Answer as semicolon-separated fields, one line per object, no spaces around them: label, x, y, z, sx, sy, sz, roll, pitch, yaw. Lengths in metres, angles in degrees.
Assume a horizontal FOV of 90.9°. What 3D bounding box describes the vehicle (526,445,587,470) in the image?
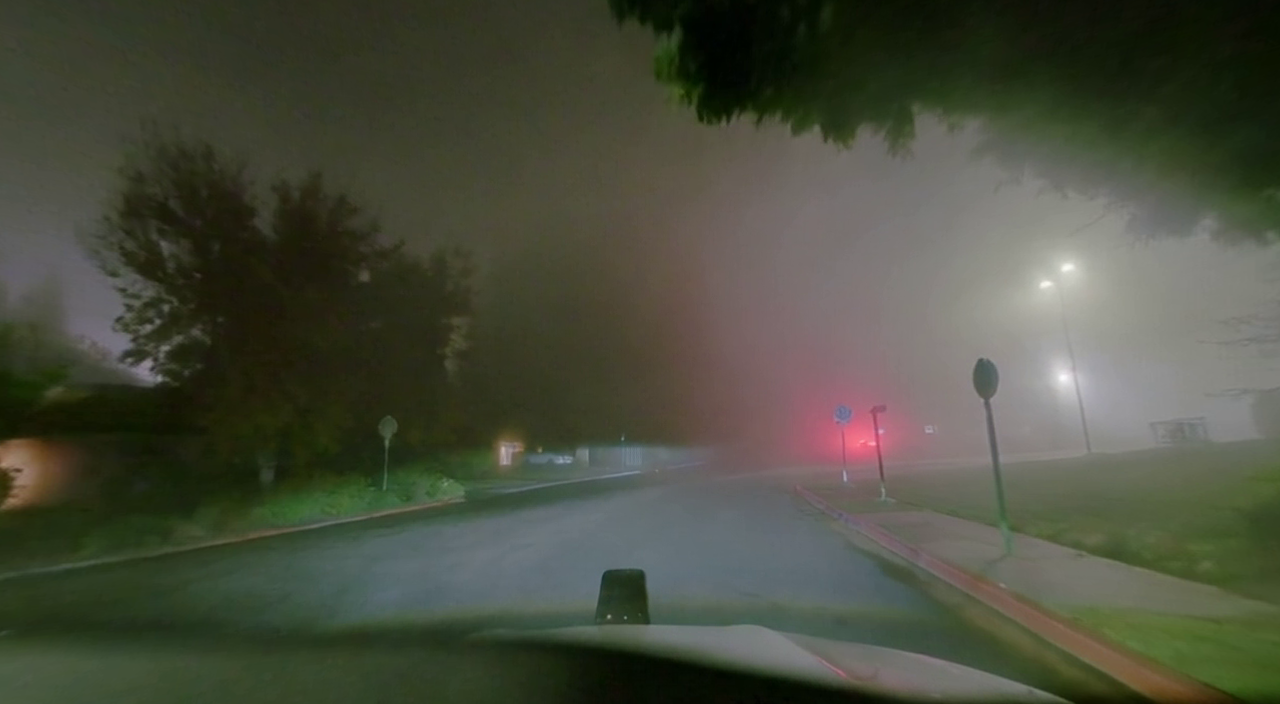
vehicle;-5.967;7.552;45.299;4.252;1.681;1.854;1;-8;-6
